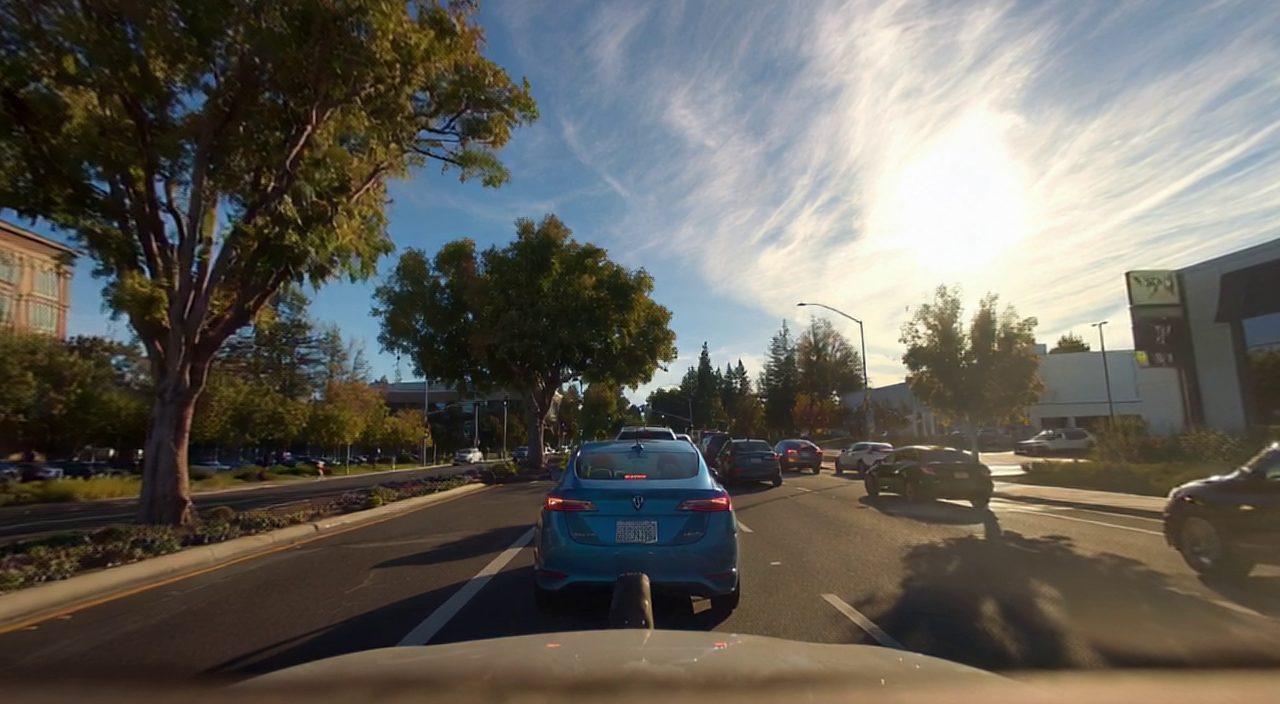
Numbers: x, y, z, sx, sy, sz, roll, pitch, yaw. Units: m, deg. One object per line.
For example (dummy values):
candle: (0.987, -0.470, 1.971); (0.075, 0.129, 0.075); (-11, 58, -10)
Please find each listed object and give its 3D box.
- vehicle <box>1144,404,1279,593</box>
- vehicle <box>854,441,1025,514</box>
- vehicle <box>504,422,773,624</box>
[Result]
vehicle: (6.885, 1.234, 5.023); (1.988, 1.727, 4.584); (0, -8, 2)
vehicle: (6.882, 2.886, 15.138); (1.911, 1.468, 4.417); (0, -8, 0)
vehicle: (-0.035, 1.584, 6.904); (1.977, 1.465, 4.376); (0, -8, -1)
